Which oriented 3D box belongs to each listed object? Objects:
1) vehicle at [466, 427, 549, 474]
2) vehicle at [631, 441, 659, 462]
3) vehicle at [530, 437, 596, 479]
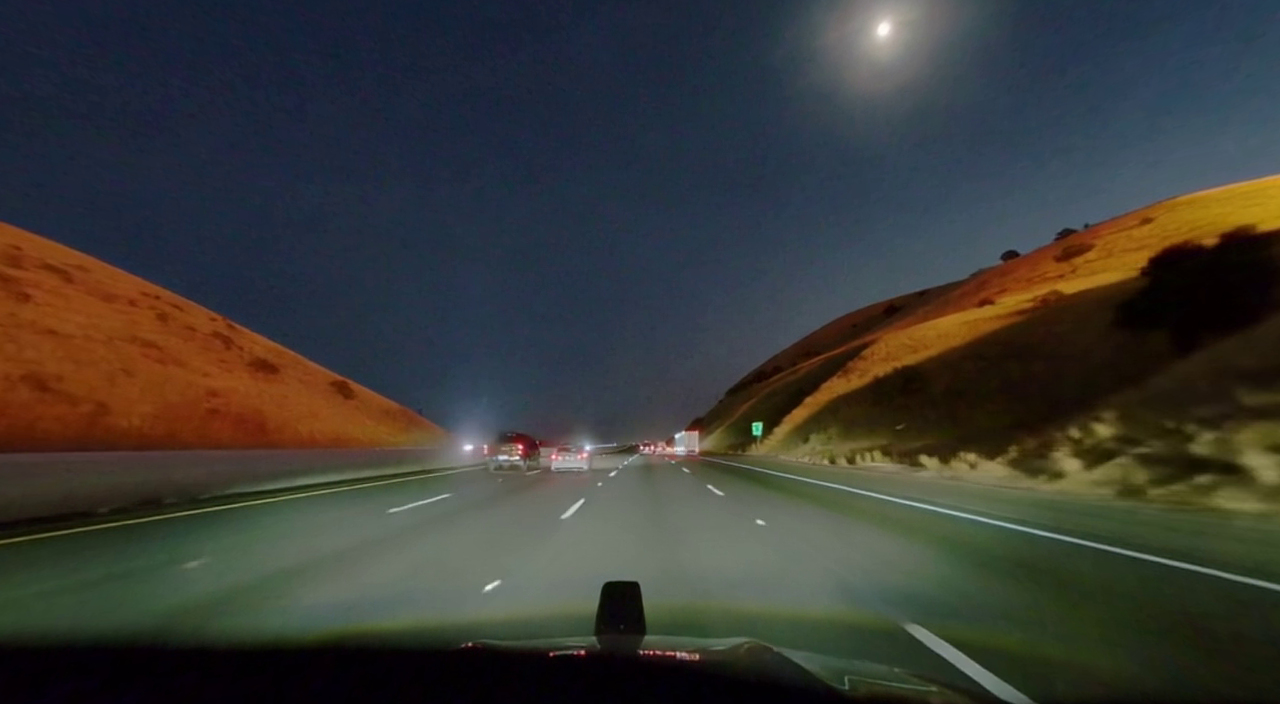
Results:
[{"bbox_3d":[-6.404,4.877,31.459,2.589,2.063,6.206,0,-8,2],"label":"vehicle"},{"bbox_3d":[0.399,7.622,48.524,2.031,1.566,3.904,0,-8,1],"label":"vehicle"},{"bbox_3d":[-3.040,4.326,25.916,2.091,1.552,4.516,0,-8,1],"label":"vehicle"}]
